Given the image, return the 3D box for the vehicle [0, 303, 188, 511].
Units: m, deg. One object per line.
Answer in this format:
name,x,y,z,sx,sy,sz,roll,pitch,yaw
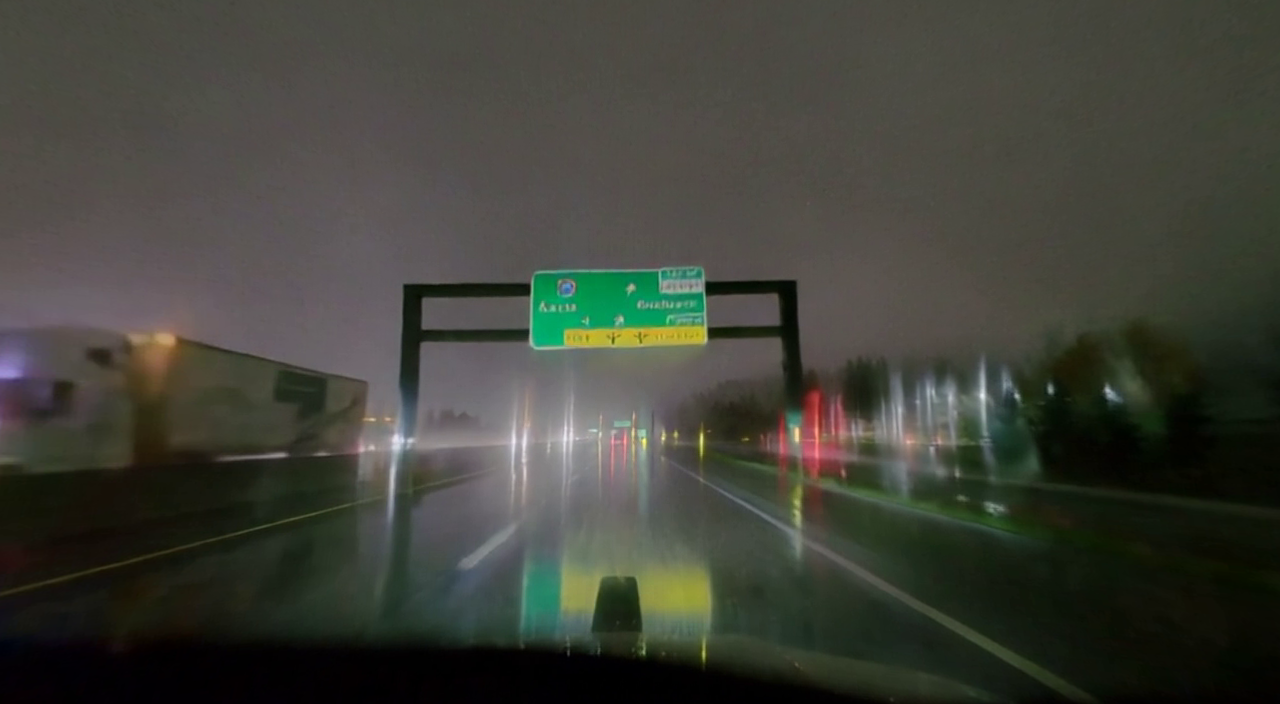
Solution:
vehicle,-13.428,1.264,13.524,2.967,3.842,5.829,0,-8,0
